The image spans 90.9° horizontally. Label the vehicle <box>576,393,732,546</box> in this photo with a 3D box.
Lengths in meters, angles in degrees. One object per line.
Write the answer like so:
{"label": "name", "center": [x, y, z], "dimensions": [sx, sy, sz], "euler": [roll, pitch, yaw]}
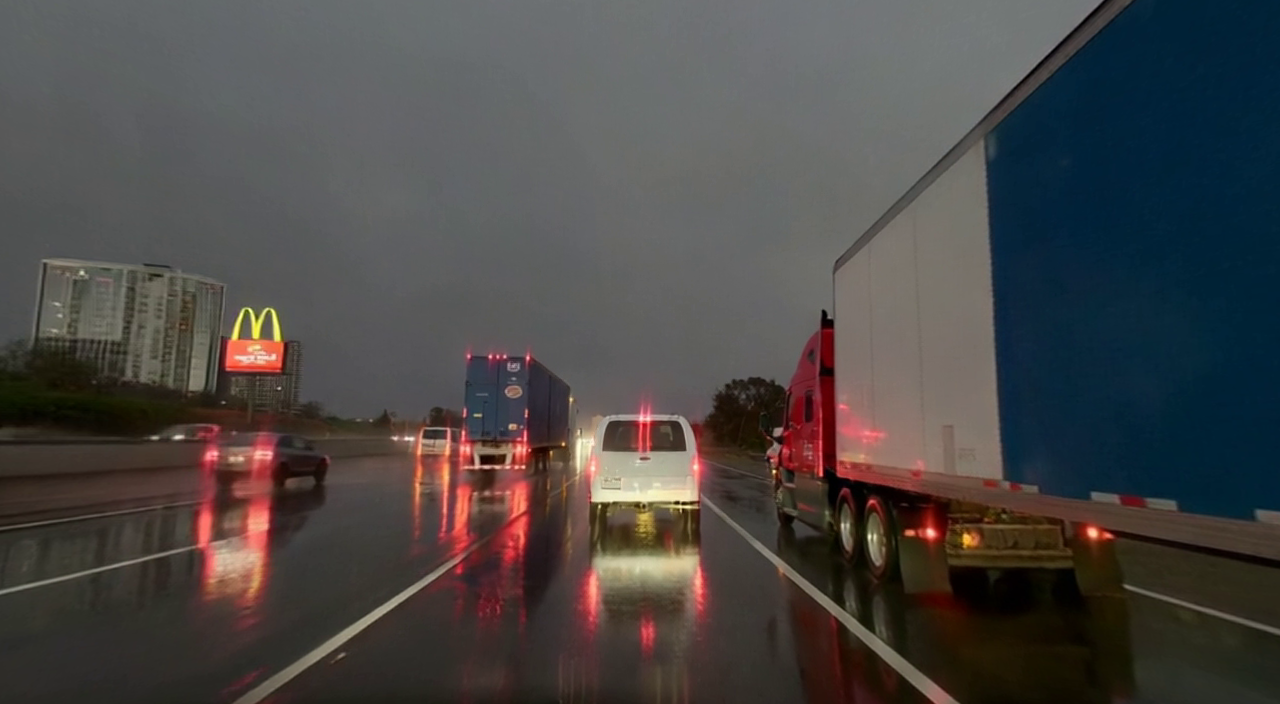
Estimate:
{"label": "vehicle", "center": [0.112, 1.773, 10.001], "dimensions": [1.947, 1.910, 4.040], "euler": [0, -9, -2]}

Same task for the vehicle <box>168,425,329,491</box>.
{"label": "vehicle", "center": [-11.468, 3.143, 18.977], "dimensions": [1.915, 1.710, 4.670], "euler": [0, -9, -1]}

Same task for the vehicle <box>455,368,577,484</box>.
{"label": "vehicle", "center": [-4.177, 2.861, 23.442], "dimensions": [2.814, 3.513, 8.529], "euler": [0, -9, 0]}
